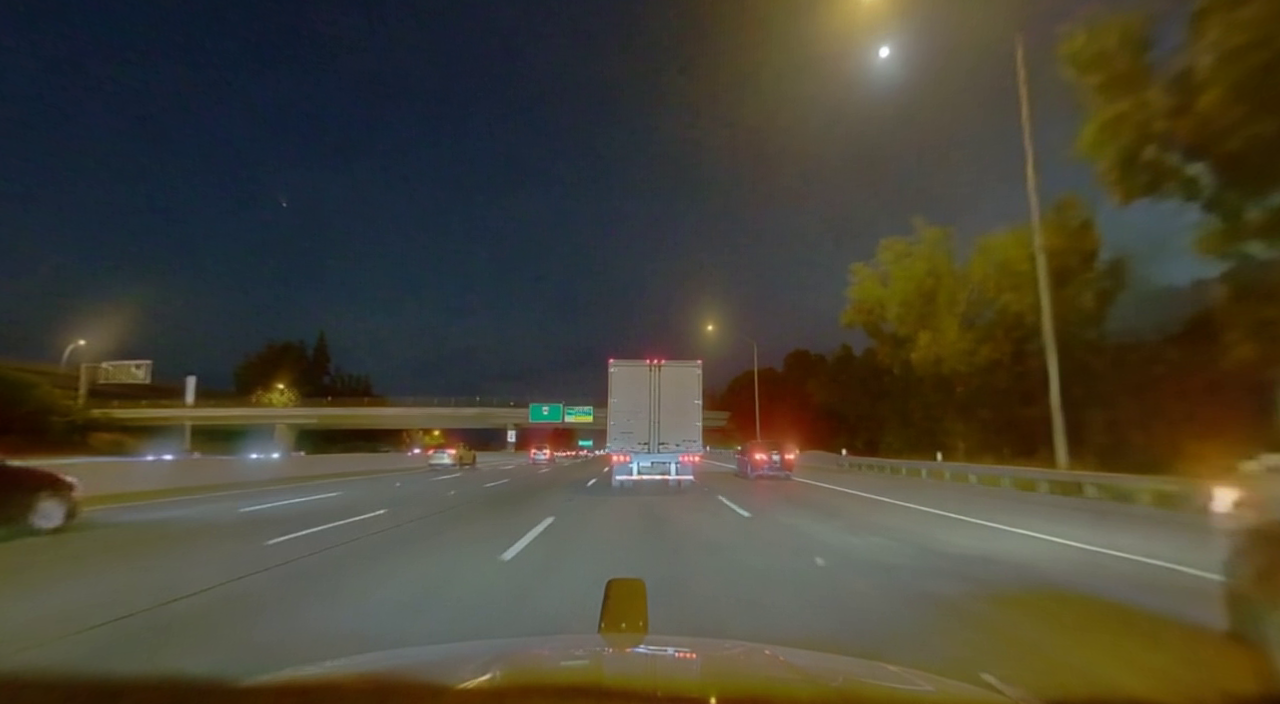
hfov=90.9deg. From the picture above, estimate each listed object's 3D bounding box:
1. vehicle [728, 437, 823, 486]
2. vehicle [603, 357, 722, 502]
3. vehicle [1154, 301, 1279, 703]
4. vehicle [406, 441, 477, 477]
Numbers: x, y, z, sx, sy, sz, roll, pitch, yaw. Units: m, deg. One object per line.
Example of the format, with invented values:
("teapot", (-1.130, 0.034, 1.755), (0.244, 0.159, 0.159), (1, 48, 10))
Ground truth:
("vehicle", (4.537, 3.754, 21.971), (2.108, 1.508, 4.744), (0, -9, -2))
("vehicle", (0.376, 2.723, 21.079), (2.916, 3.584, 10.841), (0, -9, -2))
("vehicle", (4.044, 0.467, 0.977), (2.174, 1.968, 5.016), (0, -9, 0))
("vehicle", (-10.728, 5.789, 34.524), (2.217, 1.797, 5.226), (0, -9, 0))
